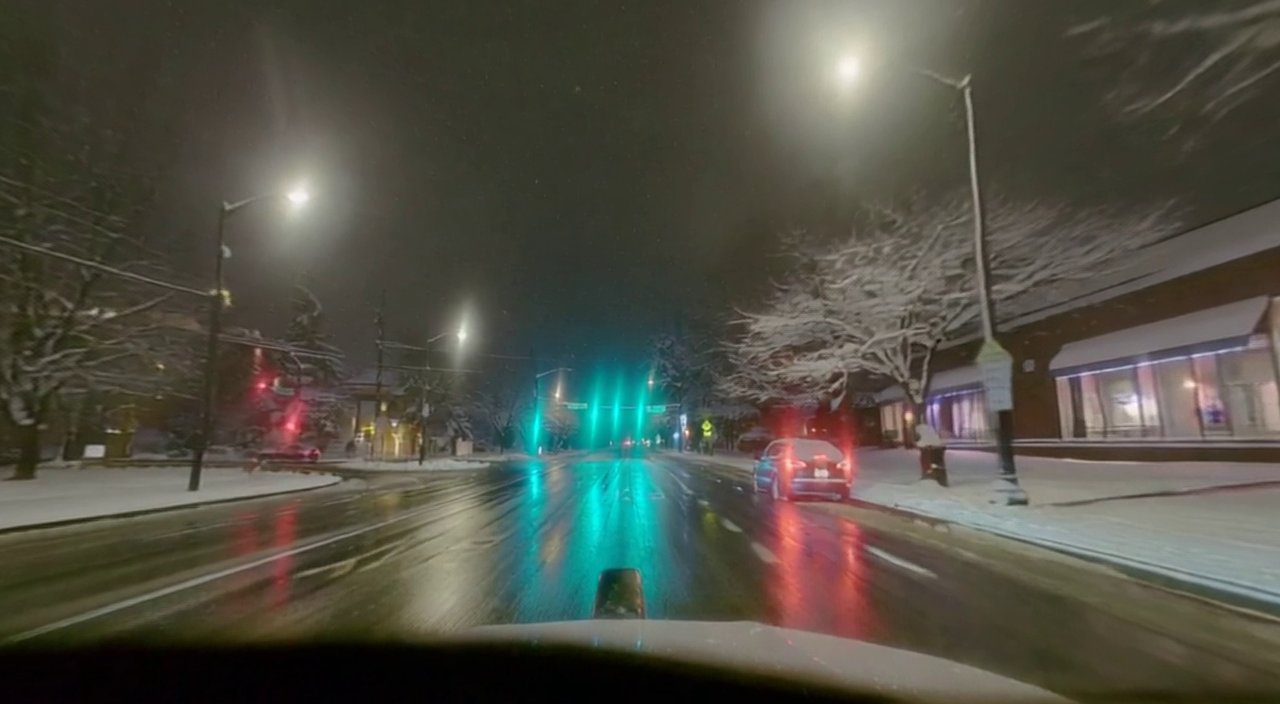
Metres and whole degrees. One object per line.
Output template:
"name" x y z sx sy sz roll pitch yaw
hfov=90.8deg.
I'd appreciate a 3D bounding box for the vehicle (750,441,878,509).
"vehicle" 4.242 3.043 16.232 1.856 1.462 4.501 1 -8 -2
